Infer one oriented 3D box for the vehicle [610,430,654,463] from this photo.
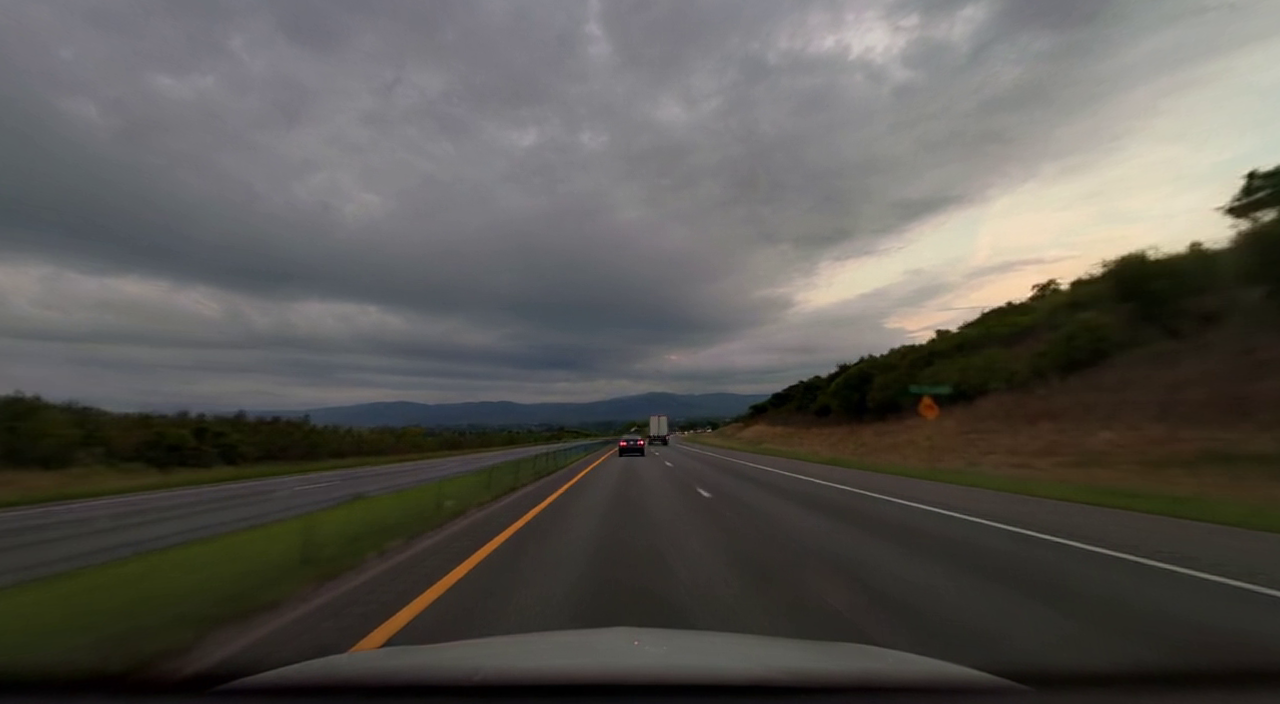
[{"bbox_3d":[-0.446,5.097,34.092,2.216,1.623,4.220,0,-8,-1],"label":"vehicle"}]
